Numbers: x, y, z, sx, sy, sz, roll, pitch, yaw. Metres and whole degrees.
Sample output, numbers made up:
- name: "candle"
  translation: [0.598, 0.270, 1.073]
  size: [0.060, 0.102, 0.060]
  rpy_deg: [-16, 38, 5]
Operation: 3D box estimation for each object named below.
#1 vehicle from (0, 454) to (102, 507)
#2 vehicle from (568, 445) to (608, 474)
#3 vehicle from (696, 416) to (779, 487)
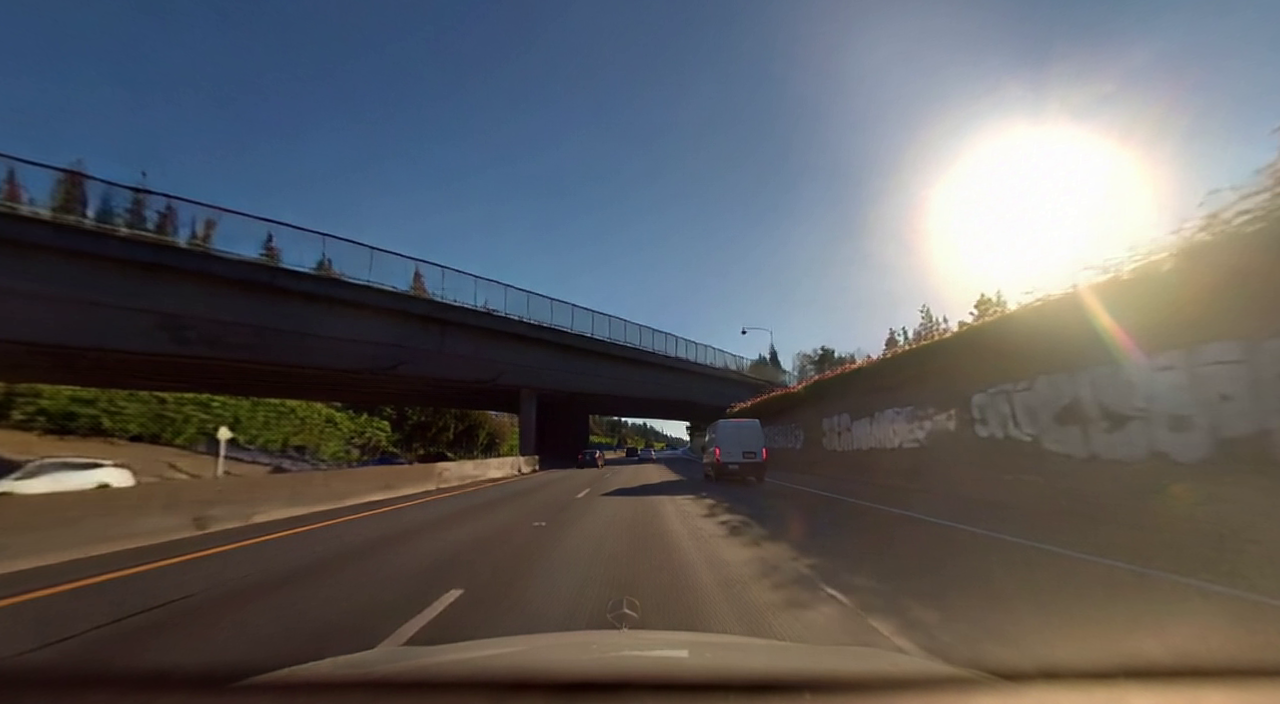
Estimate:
- name: "vehicle"
  translation: [-19.617, 3.913, 19.292]
  size: [1.952, 1.509, 4.840]
  rpy_deg: [0, -9, 1]
- name: "vehicle"
  translation: [-3.077, 6.448, 37.863]
  size: [1.964, 1.618, 4.489]
  rpy_deg: [0, -9, 1]
- name: "vehicle"
  translation: [3.849, 4.119, 26.170]
  size: [2.469, 2.591, 5.653]
  rpy_deg: [0, -9, -1]
